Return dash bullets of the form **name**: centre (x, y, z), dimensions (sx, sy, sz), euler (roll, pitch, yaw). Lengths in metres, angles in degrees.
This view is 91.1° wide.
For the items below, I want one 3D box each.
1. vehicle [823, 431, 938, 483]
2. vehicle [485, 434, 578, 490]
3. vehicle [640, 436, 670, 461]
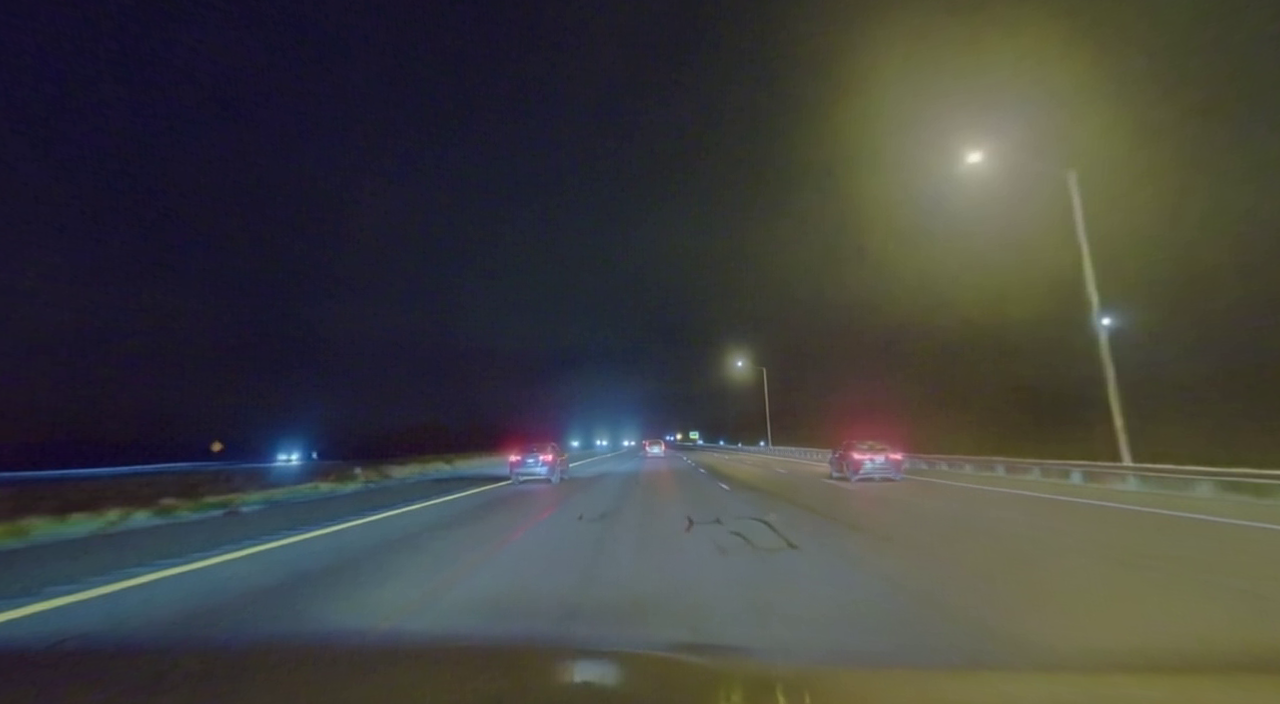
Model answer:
- **vehicle**: centre (7.765, 3.446, 20.896), dimensions (1.870, 1.493, 5.015), euler (0, -8, 0)
- **vehicle**: centre (-3.256, 3.416, 19.816), dimensions (2.050, 1.546, 4.344), euler (-1, -8, 2)
- **vehicle**: centre (1.081, 6.918, 45.270), dimensions (2.063, 1.698, 4.355), euler (0, -8, 1)
